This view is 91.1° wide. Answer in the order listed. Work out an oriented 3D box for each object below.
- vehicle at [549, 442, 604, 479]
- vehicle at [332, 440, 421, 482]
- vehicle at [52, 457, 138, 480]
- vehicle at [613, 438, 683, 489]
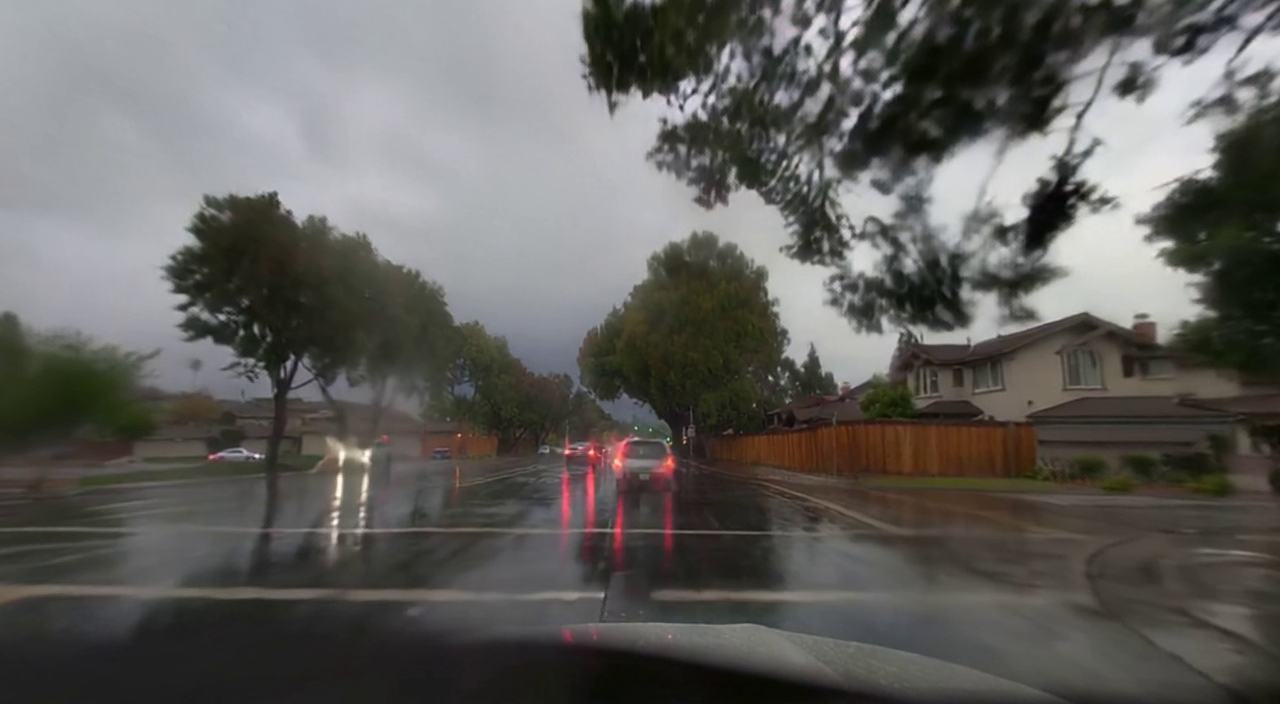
[{"bbox_3d":[-3.153,5.460,32.139,2.067,1.546,4.988,2,-7,2],"label":"vehicle"},{"bbox_3d":[-11.530,4.792,27.822,2.103,1.679,4.199,0,-8,-1],"label":"vehicle"},{"bbox_3d":[-41.234,8.790,47.594,4.724,1.597,2.191,8,-11,-41],"label":"vehicle"},{"bbox_3d":[0.286,3.953,22.585,2.290,1.653,4.127,0,-9,1],"label":"vehicle"}]
